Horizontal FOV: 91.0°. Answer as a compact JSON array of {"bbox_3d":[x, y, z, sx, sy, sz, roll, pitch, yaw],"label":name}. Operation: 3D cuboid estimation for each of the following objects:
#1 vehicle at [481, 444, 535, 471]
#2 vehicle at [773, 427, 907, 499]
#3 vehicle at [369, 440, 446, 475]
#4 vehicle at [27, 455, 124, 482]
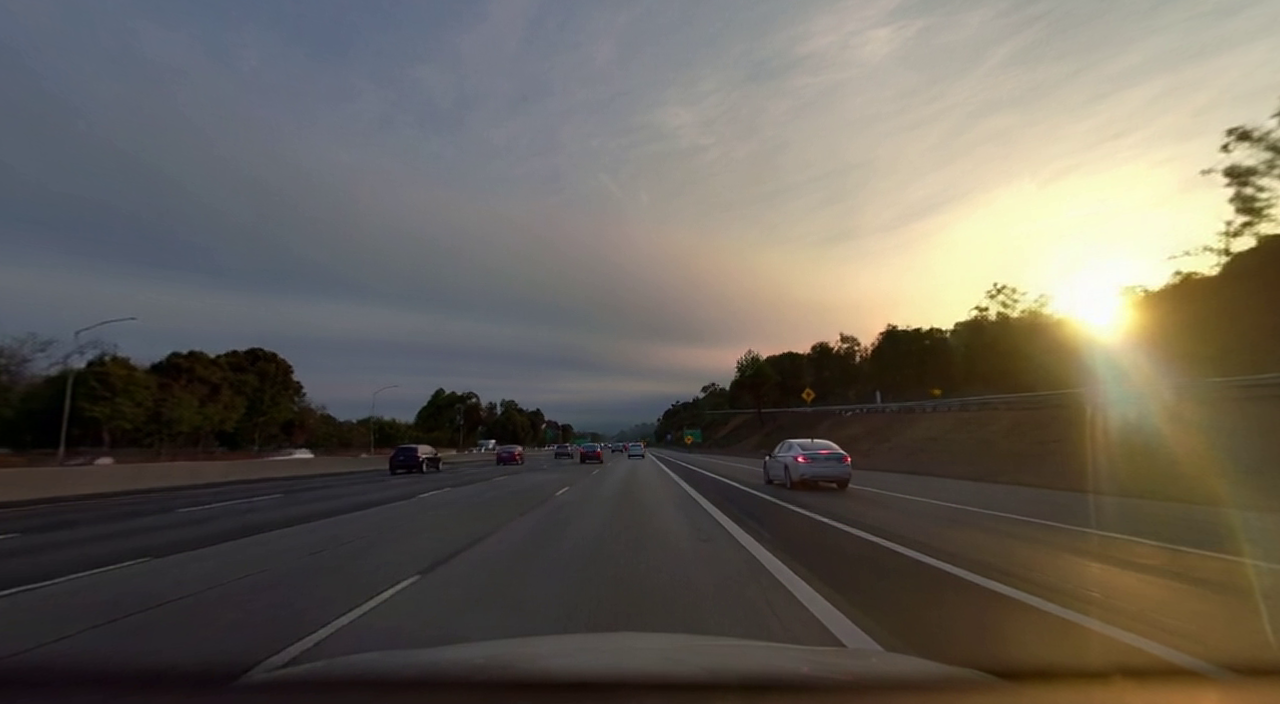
[{"bbox_3d":[-7.550,6.085,36.553,2.071,1.486,4.703,0,-9,0],"label":"vehicle"},{"bbox_3d":[5.636,3.212,18.608,2.259,1.816,4.862,0,-9,-1],"label":"vehicle"},{"bbox_3d":[-11.546,5.257,31.634,2.107,1.628,4.446,0,-9,0],"label":"vehicle"},{"bbox_3d":[-34.684,7.154,38.866,1.882,1.534,4.367,0,-9,-1],"label":"vehicle"}]
